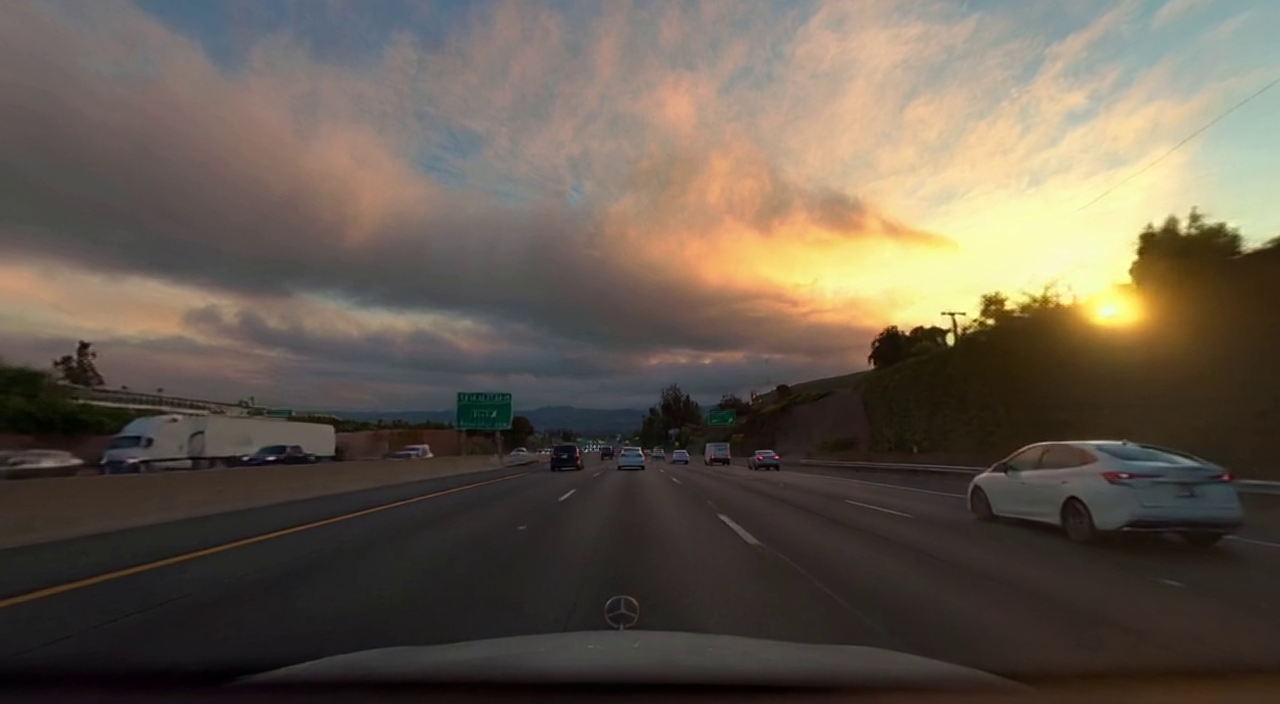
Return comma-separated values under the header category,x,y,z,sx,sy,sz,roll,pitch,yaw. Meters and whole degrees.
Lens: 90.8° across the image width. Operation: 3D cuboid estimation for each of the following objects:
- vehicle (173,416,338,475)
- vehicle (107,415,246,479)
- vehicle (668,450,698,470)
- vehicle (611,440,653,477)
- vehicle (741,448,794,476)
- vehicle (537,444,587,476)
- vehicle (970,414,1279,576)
category,x,y,z,sx,sy,sz,roll,pitch,yaw
vehicle,-29.347,7.398,49.986,2.848,3.915,16.523,0,-9,0
vehicle,-29.205,6.033,40.381,2.921,3.664,7.706,0,-9,0
vehicle,3.066,7.795,45.609,1.816,1.353,3.809,0,-9,-1
vehicle,-0.374,5.463,32.729,2.002,1.759,4.658,0,-9,0
vehicle,6.823,5.929,34.339,1.879,1.428,4.402,0,-9,-1
vehicle,-4.264,5.967,35.235,2.126,1.631,4.643,0,-9,1
vehicle,6.683,1.803,8.734,1.944,1.666,4.184,0,-9,0
